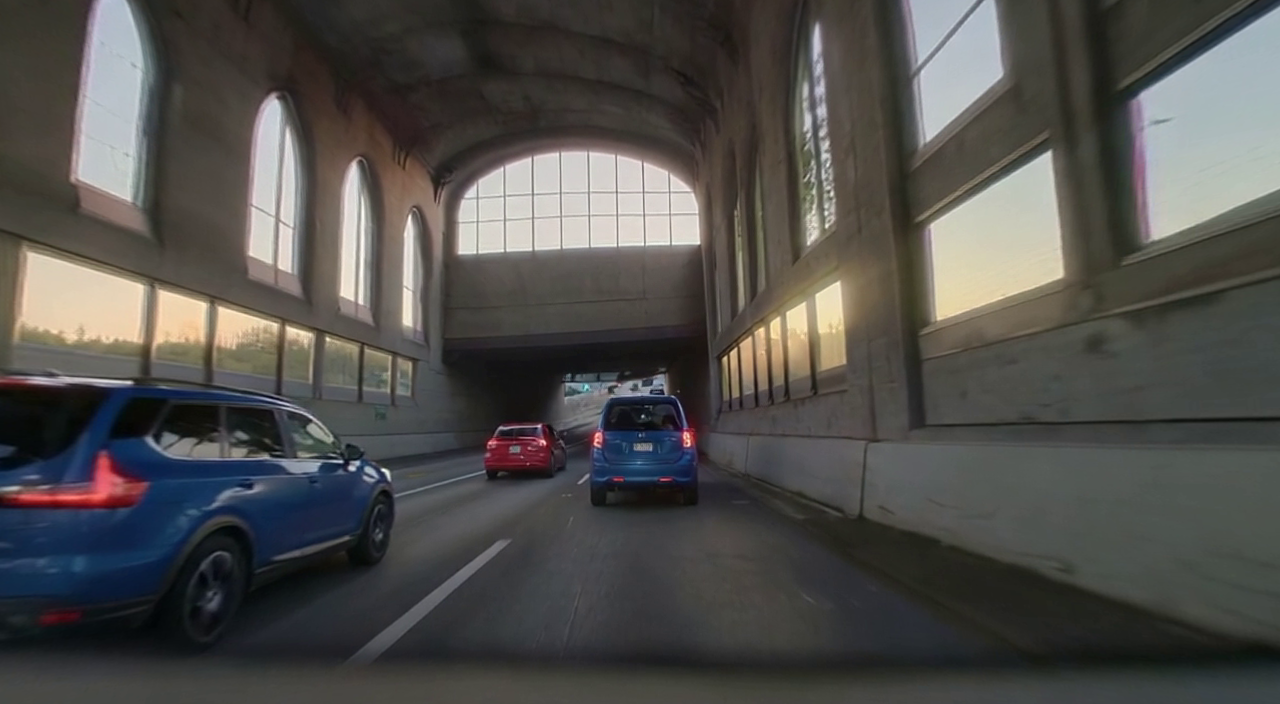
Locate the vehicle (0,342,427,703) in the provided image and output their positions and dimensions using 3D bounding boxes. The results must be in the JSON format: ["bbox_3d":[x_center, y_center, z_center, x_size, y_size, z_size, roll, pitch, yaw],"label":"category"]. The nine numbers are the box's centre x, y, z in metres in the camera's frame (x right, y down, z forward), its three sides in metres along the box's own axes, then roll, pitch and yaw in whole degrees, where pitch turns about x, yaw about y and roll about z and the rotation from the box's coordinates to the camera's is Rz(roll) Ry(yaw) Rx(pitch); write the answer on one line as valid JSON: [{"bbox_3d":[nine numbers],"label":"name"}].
[{"bbox_3d":[-3.535,1.168,4.974,2.017,1.761,4.572,0,-8,1],"label":"vehicle"}]

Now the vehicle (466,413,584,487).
[{"bbox_3d":[-3.323,3.029,19.644,2.329,1.948,5.800,-1,-8,3],"label":"vehicle"}]

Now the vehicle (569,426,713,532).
[{"bbox_3d":[0.076,2.099,10.978,2.020,1.478,4.092,0,-8,2],"label":"vehicle"}]
